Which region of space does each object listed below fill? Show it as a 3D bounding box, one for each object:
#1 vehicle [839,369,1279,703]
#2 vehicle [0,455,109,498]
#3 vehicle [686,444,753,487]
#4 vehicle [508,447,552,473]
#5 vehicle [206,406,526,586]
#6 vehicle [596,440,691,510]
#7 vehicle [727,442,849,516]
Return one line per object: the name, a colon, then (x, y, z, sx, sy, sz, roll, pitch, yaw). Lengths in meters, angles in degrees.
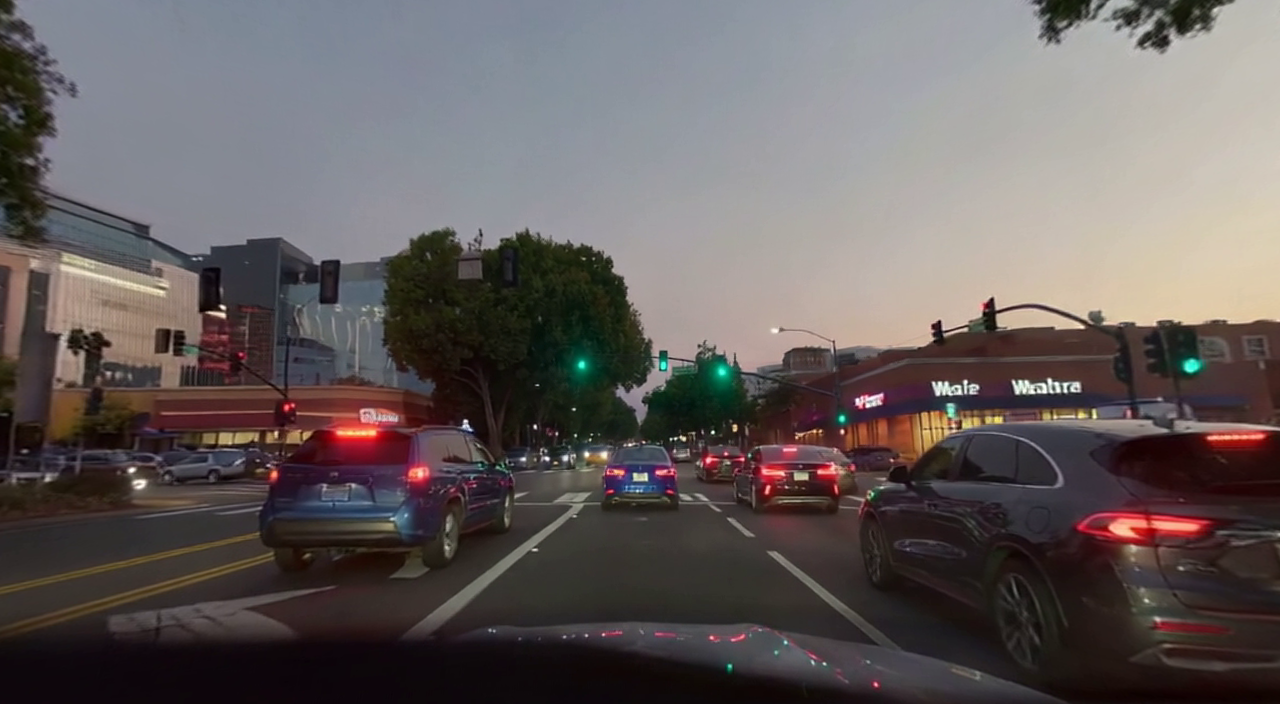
vehicle: (3.241, 1.219, 4.719, 2.075, 1.661, 4.401, 0, -9, 1)
vehicle: (-27.633, 5.693, 29.080, 4.314, 1.768, 2.261, 4, -10, -26)
vehicle: (3.129, 4.576, 25.776, 2.099, 1.553, 4.279, 0, -9, -1)
vehicle: (-7.843, 7.714, 45.455, 2.293, 1.777, 4.497, 0, -9, 0)
vehicle: (-3.254, 1.846, 8.935, 2.257, 1.823, 4.777, -1, -9, 2)
vehicle: (0.053, 3.105, 16.373, 2.154, 1.577, 3.723, 0, -9, -1)
vehicle: (3.353, 2.952, 15.191, 1.865, 1.496, 4.170, 0, -9, -1)
